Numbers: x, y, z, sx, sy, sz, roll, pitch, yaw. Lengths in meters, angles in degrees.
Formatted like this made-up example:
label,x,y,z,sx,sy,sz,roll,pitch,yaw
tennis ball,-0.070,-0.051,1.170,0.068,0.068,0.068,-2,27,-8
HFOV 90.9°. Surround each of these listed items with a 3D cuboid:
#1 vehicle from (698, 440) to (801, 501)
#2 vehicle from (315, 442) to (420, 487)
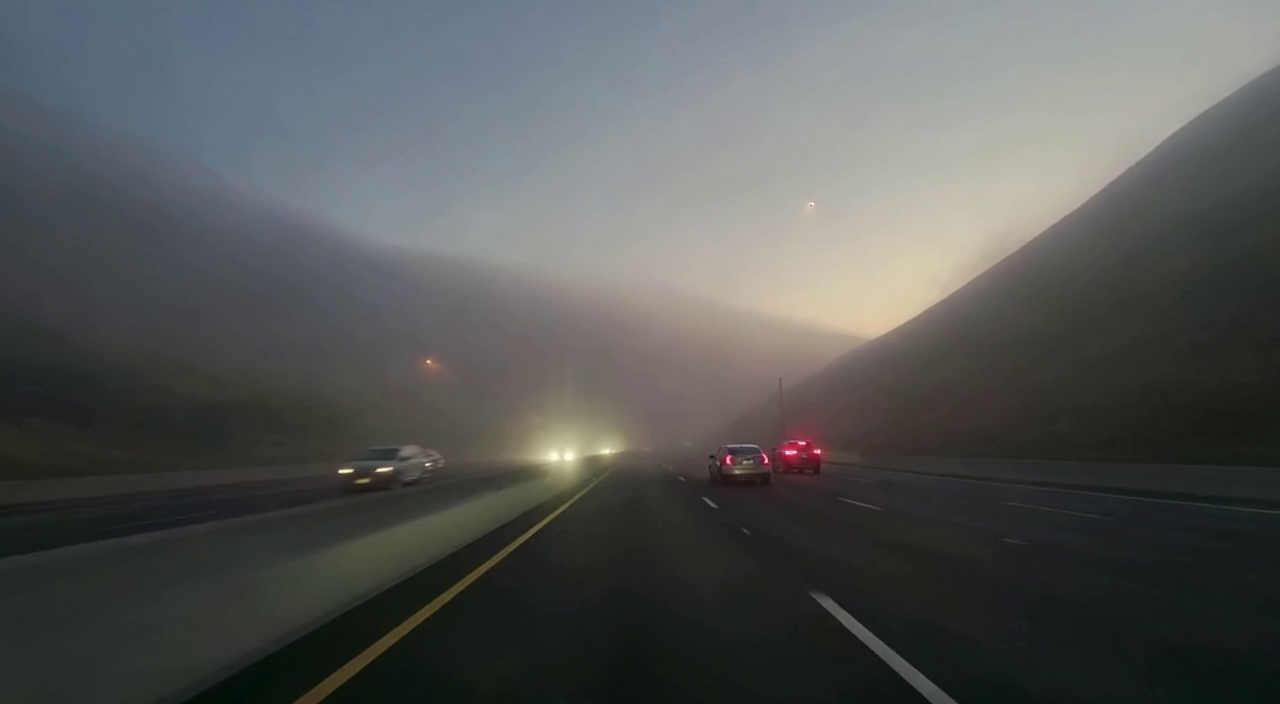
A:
label,x,y,z,sx,sy,sz,roll,pitch,yaw
vehicle,2.869,3.201,17.514,2.044,1.444,4.216,0,-8,-1
vehicle,-12.566,5.183,29.611,2.338,1.817,5.761,-2,-8,1
